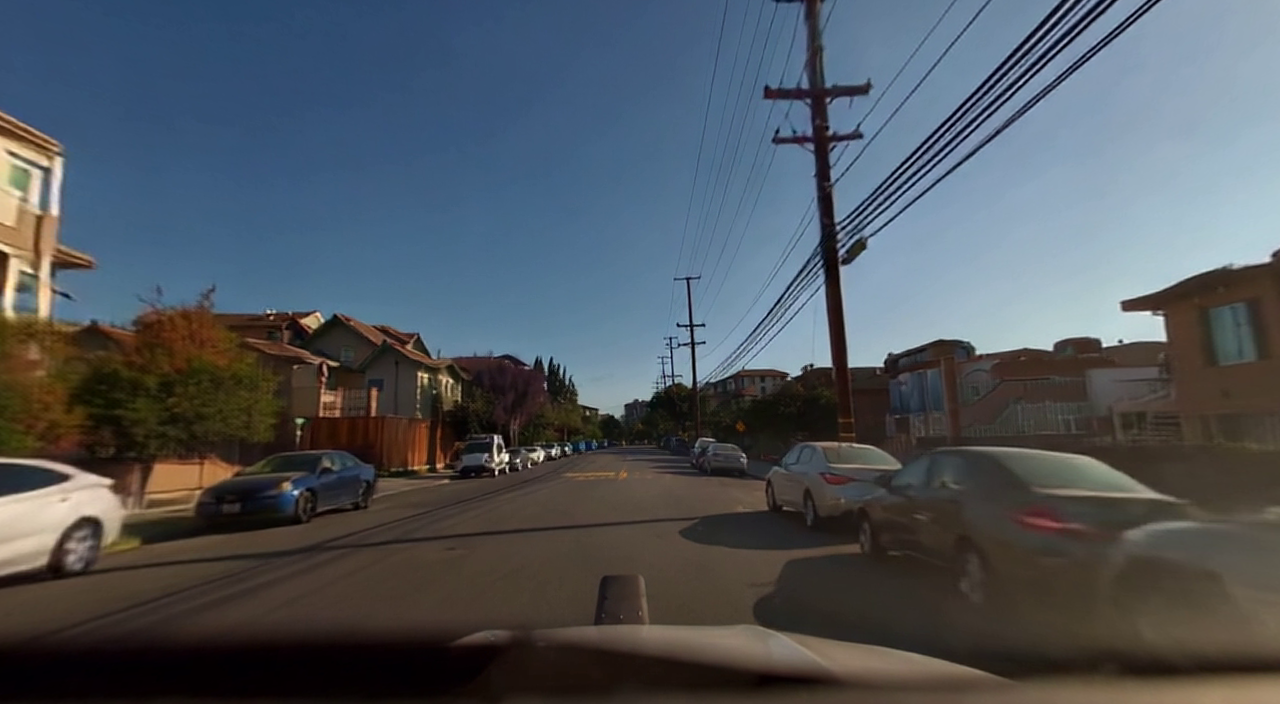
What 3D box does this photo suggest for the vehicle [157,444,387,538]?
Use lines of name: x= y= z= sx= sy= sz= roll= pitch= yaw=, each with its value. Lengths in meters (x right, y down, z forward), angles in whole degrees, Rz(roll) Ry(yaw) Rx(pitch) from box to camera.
vehicle: x=-7.541 y=2.832 z=13.679 sx=2.145 sy=1.488 sz=4.646 roll=-3 pitch=-7 yaw=1

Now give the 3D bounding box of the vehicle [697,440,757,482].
vehicle: x=3.636 y=4.652 z=27.289 sx=1.925 sy=1.634 sz=4.419 roll=0 pitch=-8 yaw=0

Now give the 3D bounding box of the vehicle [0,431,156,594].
vehicle: x=-7.681 y=1.761 z=6.485 sx=1.981 sy=1.651 sz=4.683 roll=-5 pitch=-6 yaw=-3

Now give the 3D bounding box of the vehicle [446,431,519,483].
vehicle: x=-7.796 y=5.202 z=31.928 sx=2.351 sy=2.251 sz=5.856 roll=-2 pitch=-8 yaw=-2

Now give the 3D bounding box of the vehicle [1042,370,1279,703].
vehicle: x=3.672 y=0.801 z=1.763 sx=2.095 sy=1.694 sz=4.592 roll=0 pitch=-9 yaw=1
